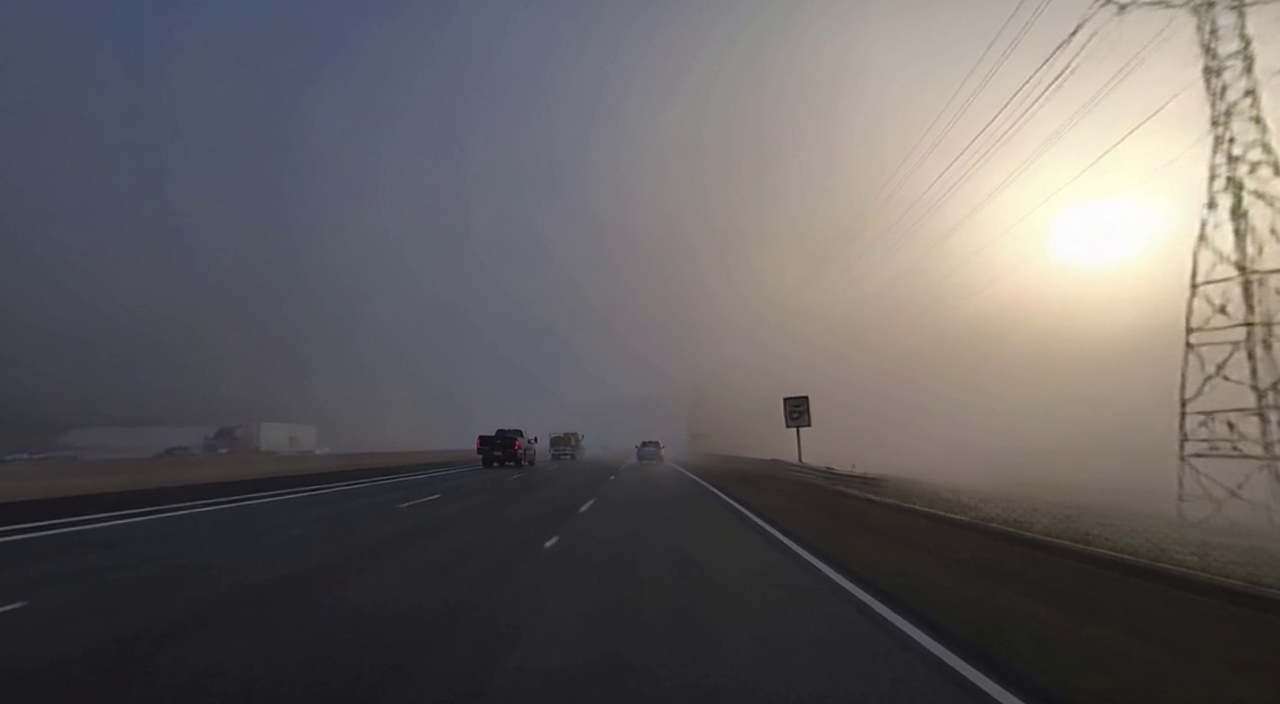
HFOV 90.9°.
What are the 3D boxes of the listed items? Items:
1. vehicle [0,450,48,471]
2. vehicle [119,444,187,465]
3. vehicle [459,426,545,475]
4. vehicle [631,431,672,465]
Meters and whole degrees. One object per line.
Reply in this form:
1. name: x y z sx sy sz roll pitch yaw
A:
1. vehicle: -46.277 7.903 46.005 1.755 1.457 4.514 0 -8 1
2. vehicle: -35.617 7.479 46.278 1.728 1.444 3.997 0 -8 1
3. vehicle: -6.175 4.531 29.211 2.460 1.992 6.474 0 -8 1
4. vehicle: 0.692 6.141 40.352 2.448 2.025 5.193 0 -8 0
